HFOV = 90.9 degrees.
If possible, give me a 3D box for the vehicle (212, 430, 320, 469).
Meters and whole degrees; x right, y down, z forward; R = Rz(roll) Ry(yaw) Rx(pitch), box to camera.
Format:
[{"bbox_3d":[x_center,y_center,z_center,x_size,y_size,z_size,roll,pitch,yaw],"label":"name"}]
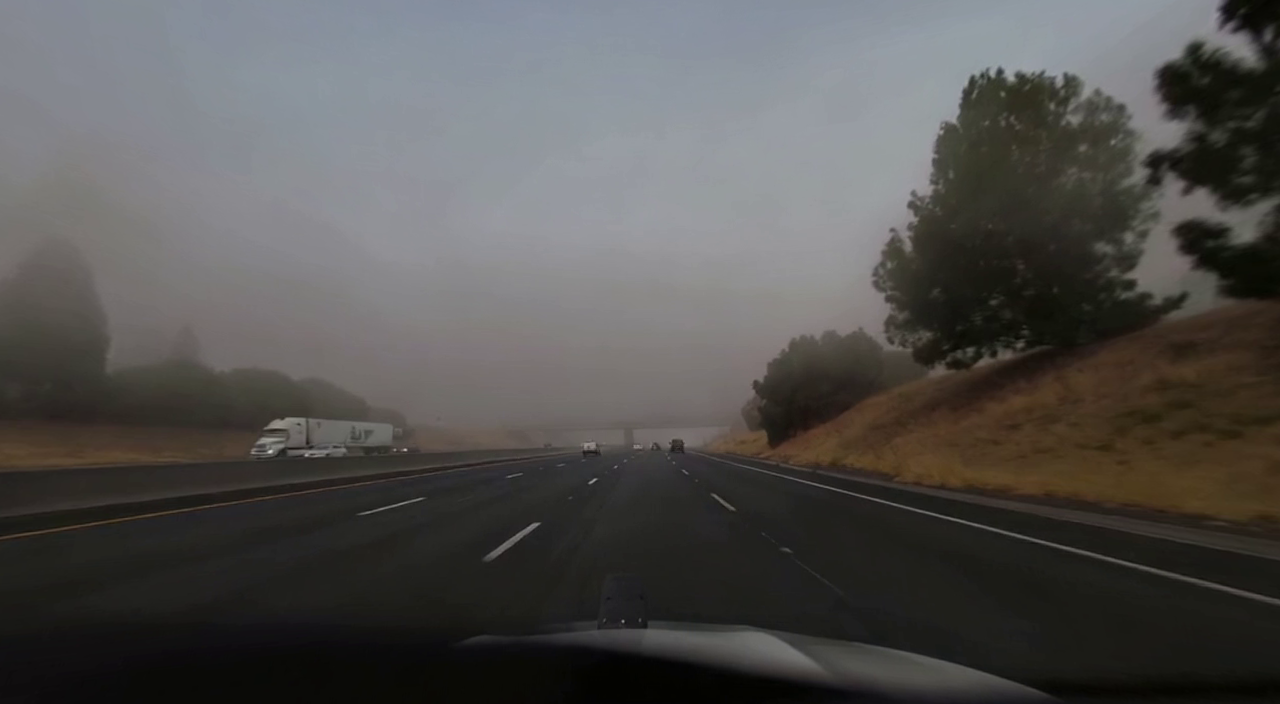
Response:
[{"bbox_3d":[-24.153,6.352,41.226,2.639,2.330,7.053,0,-9,1],"label":"vehicle"}]
